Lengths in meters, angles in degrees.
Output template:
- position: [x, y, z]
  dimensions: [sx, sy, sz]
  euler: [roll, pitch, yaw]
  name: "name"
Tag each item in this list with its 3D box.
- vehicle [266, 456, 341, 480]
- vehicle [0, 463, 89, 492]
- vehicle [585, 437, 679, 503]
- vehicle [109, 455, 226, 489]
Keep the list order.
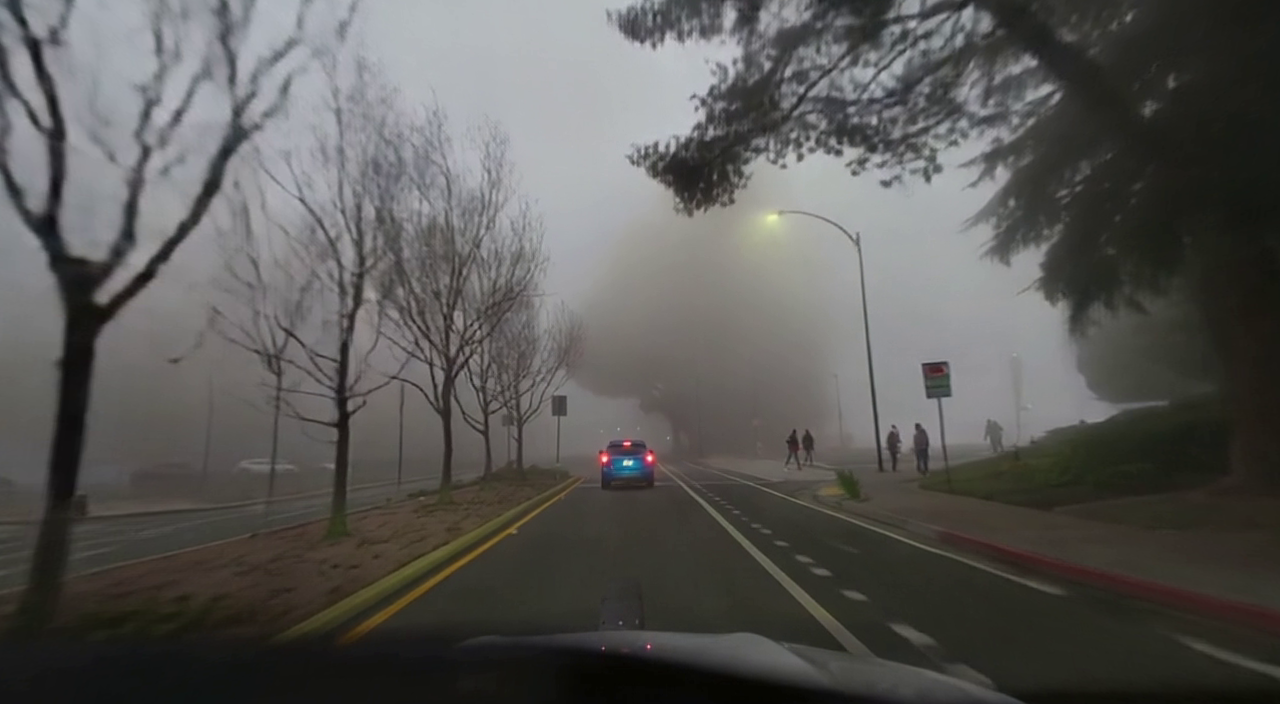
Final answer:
- position: [-23.110, 7.959, 43.457]
  dimensions: [4.086, 1.478, 1.844]
  euler: [0, -8, -4]
  name: "vehicle"
- position: [-35.305, 7.264, 36.685]
  dimensions: [4.500, 1.542, 2.155]
  euler: [0, -9, -2]
  name: "vehicle"
- position: [-0.214, 3.149, 17.339]
  dimensions: [2.221, 1.570, 4.398]
  euler: [0, -8, -1]
  name: "vehicle"
- position: [-22.905, 5.822, 30.760]
  dimensions: [4.038, 1.531, 2.015]
  euler: [1, -9, -2]
  name: "vehicle"
